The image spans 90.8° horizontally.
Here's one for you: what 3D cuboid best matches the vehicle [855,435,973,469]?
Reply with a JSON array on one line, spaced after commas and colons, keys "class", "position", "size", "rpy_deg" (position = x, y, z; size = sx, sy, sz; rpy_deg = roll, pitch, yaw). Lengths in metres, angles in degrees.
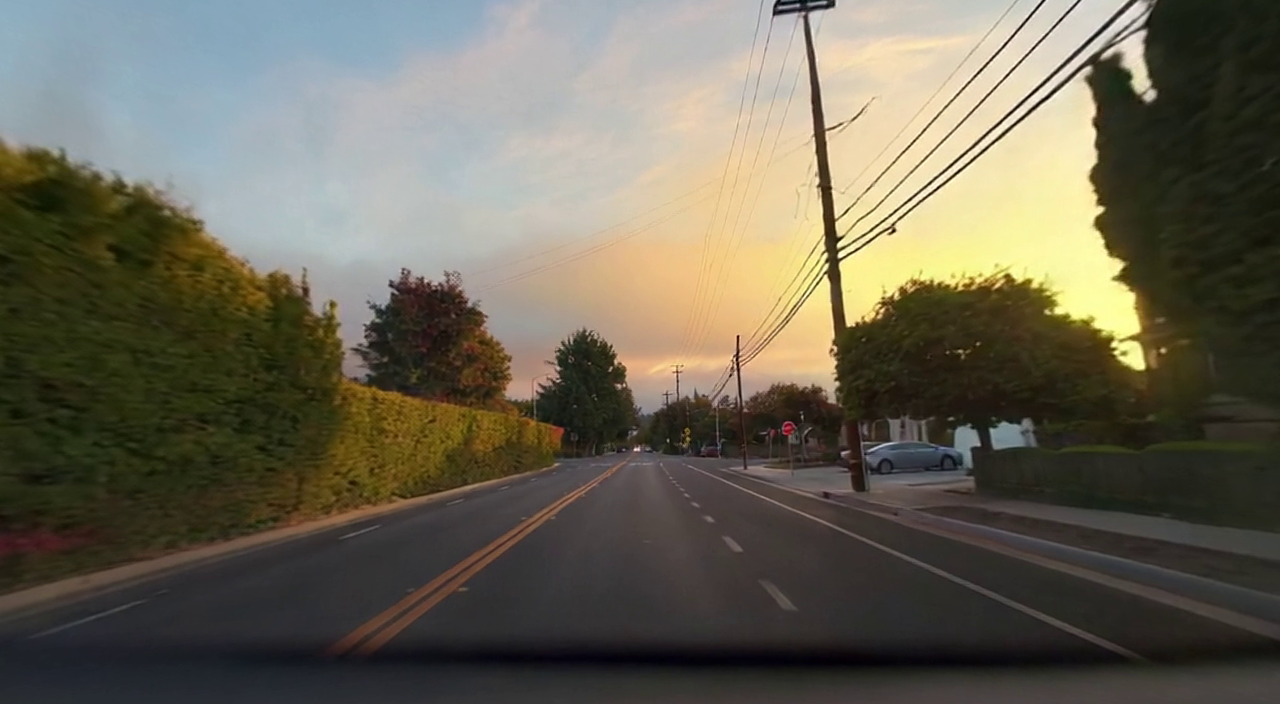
[{"class": "vehicle", "position": [12.931, 4.748, 30.000], "size": [4.650, 1.484, 1.929], "rpy_deg": [0, -8, 0]}]
